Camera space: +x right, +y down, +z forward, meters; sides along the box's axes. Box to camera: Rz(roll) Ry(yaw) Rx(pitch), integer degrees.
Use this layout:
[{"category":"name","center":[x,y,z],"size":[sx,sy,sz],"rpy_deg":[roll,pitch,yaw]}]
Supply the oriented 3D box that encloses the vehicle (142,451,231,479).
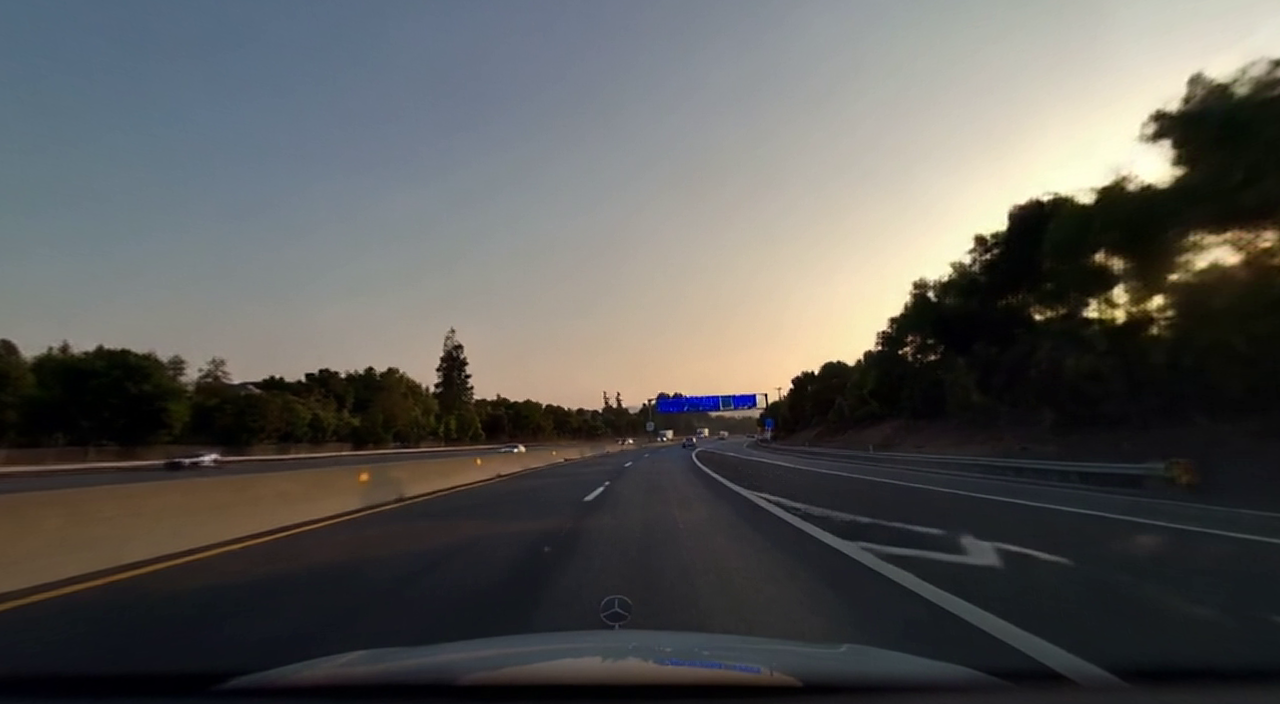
[{"category":"vehicle","center":[-28.118,6.989,39.214],"size":[1.893,1.496,4.613],"rpy_deg":[-1,-8,5]}]
